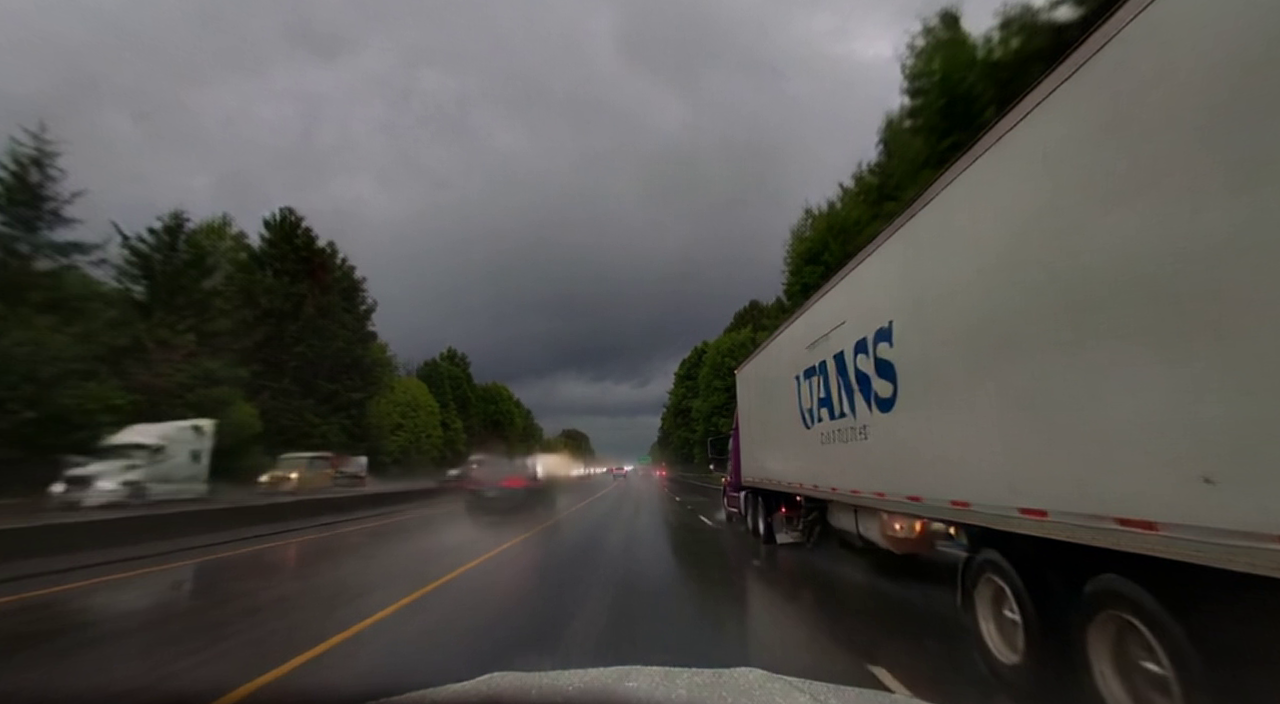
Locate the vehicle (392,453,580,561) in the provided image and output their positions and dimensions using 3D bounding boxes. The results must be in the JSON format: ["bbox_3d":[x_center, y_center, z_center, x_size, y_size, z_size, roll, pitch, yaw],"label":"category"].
[{"bbox_3d":[-2.238,2.413,10.301,2.032,1.407,3.641,0,-11,2],"label":"vehicle"}]

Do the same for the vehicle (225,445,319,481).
[{"bbox_3d":[-20.297,6.201,35.082,2.073,1.808,5.075,0,-10,1],"label":"vehicle"}]

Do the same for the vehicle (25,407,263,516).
[{"bbox_3d":[-20.478,4.733,27.106,2.987,3.849,8.645,1,-10,0],"label":"vehicle"}]

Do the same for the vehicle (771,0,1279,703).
[{"bbox_3d":[3.748,0.363,5.312,2.871,4.032,10.642,1,-10,-1],"label":"vehicle"}]

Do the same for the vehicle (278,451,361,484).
[{"bbox_3d":[-20.273,7.369,40.162,2.562,1.865,5.117,0,-10,0],"label":"vehicle"}]
